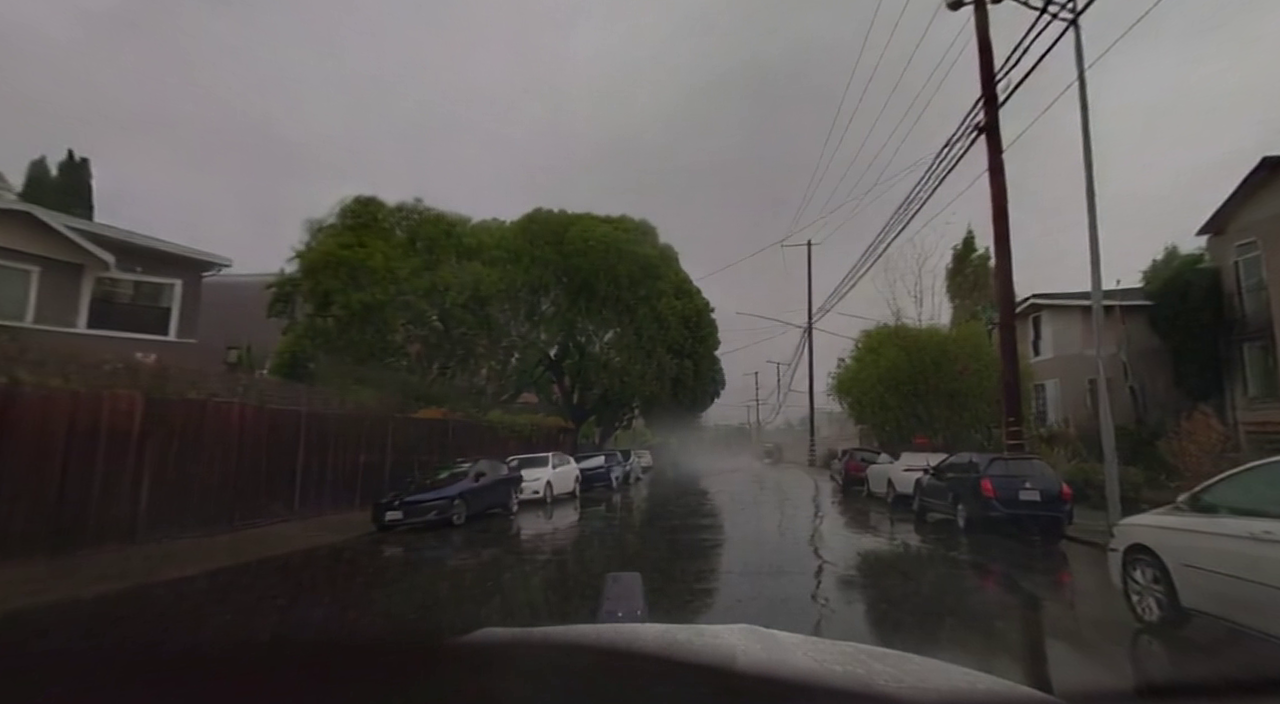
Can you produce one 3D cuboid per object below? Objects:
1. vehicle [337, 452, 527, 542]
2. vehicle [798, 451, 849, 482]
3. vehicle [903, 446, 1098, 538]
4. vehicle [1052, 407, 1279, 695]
[{"bbox_3d":[-4.030,2.880,13.310,1.930,1.478,4.731,-2,-9,7],"label":"vehicle"},{"bbox_3d":[9.734,6.111,33.874,1.979,1.480,4.500,-2,-9,8],"label":"vehicle"},{"bbox_3d":[6.646,2.572,12.272,1.887,1.435,4.161,-2,-9,9],"label":"vehicle"},{"bbox_3d":[4.971,1.167,3.723,2.439,1.670,4.631,-2,-9,8],"label":"vehicle"}]
